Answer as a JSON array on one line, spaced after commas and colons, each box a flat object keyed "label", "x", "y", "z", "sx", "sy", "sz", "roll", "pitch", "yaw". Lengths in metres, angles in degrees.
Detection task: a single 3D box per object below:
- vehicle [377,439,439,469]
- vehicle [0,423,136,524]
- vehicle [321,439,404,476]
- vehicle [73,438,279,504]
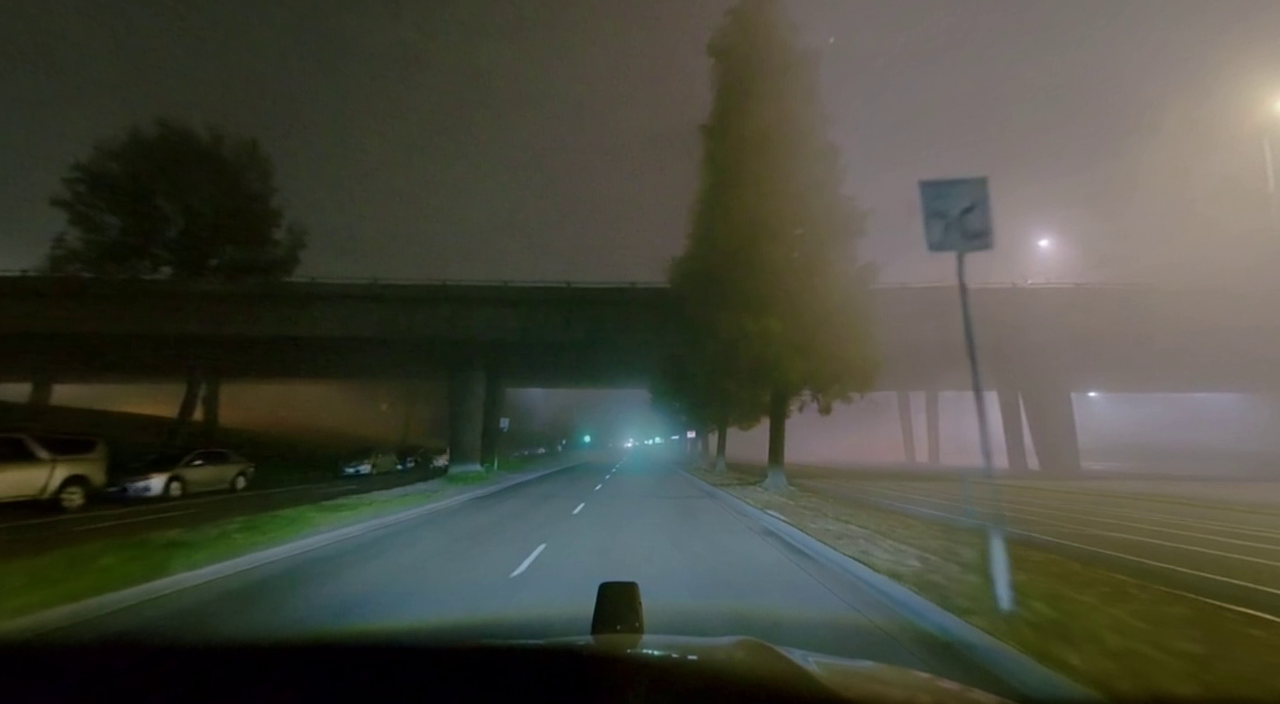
[{"label": "vehicle", "x": -13.134, "y": 5.786, "z": 36.081, "sx": 1.961, "sy": 1.576, "sz": 4.131, "roll": 0, "pitch": -8, "yaw": 0}, {"label": "vehicle", "x": -12.811, "y": 2.229, "z": 11.767, "sx": 2.064, "sy": 1.809, "sz": 5.545, "roll": 2, "pitch": -8, "yaw": 2}, {"label": "vehicle", "x": -12.889, "y": 4.902, "z": 29.721, "sx": 1.907, "sy": 1.553, "sz": 4.683, "roll": 0, "pitch": -8, "yaw": -2}, {"label": "vehicle", "x": -12.855, "y": 3.278, "z": 18.078, "sx": 2.074, "sy": 1.529, "sz": 5.079, "roll": 2, "pitch": -8, "yaw": -1}]
